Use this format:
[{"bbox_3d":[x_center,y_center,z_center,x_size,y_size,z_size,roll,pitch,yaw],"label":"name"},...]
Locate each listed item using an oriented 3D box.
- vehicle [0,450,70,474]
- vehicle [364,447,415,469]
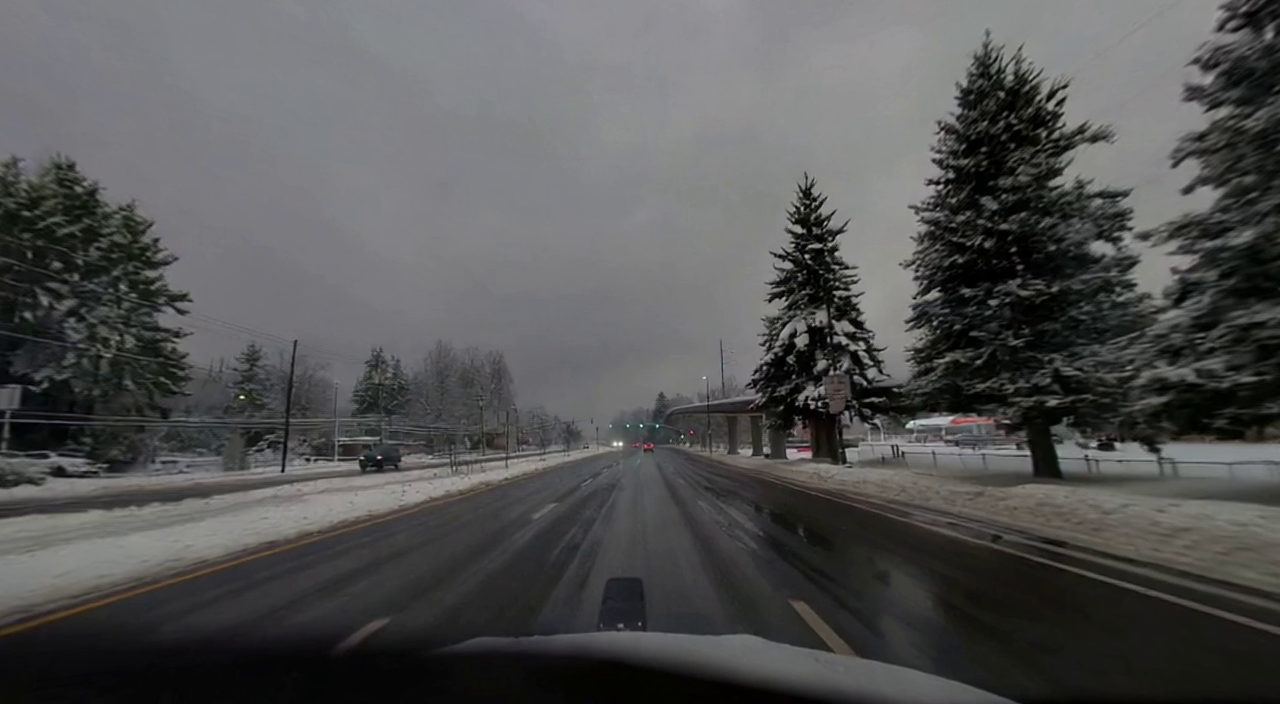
[{"bbox_3d":[-45.324,8.091,46.278,4.534,1.702,1.993,0,-9,1],"label":"vehicle"},{"bbox_3d":[-19.532,8.267,49.094,2.002,1.642,4.619,0,-8,1],"label":"vehicle"}]
